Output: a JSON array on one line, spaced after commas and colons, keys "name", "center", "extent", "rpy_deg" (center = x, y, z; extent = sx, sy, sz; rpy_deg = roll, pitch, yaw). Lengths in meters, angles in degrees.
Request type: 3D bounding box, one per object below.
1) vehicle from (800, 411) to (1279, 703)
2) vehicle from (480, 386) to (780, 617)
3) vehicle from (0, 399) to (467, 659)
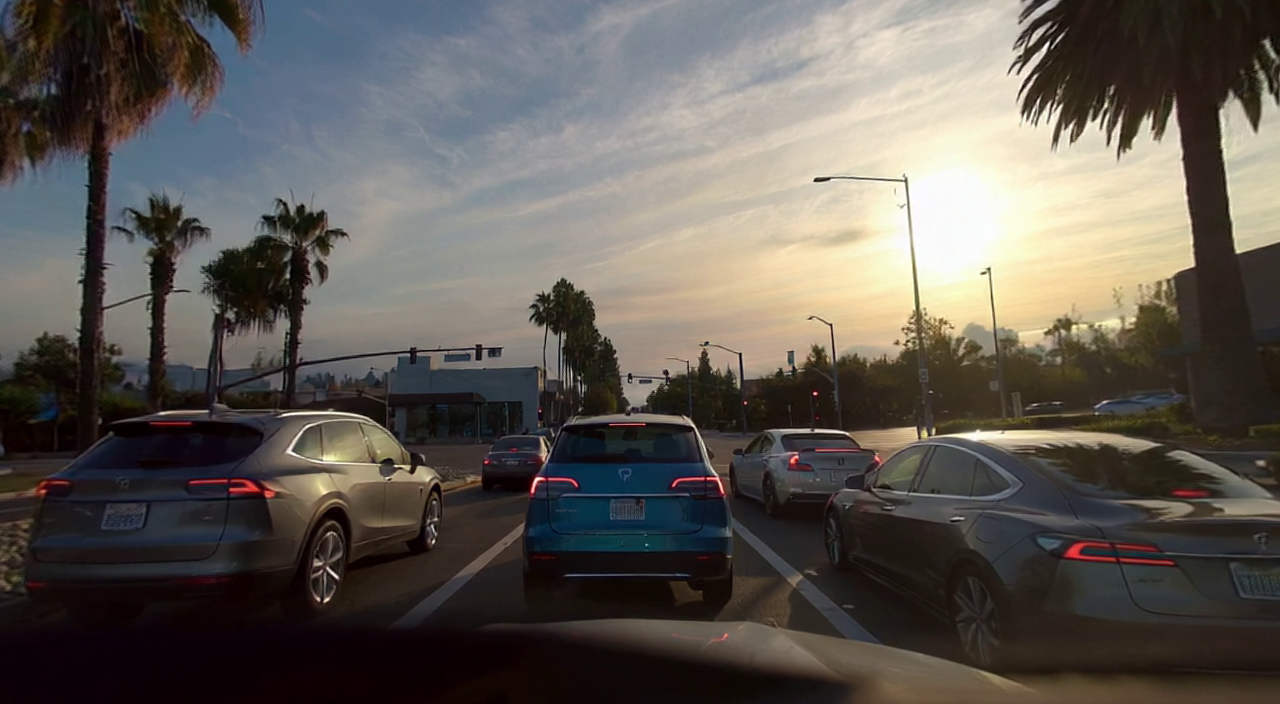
[{"name": "vehicle", "center": [2.975, 1.368, 5.253], "extent": [2.017, 1.491, 4.611], "rpy_deg": [0, -8, -1]}, {"name": "vehicle", "center": [-0.133, 1.462, 7.073], "extent": [2.280, 1.747, 4.361], "rpy_deg": [0, -8, -2]}, {"name": "vehicle", "center": [-3.344, 1.384, 6.056], "extent": [2.014, 1.534, 4.455], "rpy_deg": [0, -8, 1]}]
